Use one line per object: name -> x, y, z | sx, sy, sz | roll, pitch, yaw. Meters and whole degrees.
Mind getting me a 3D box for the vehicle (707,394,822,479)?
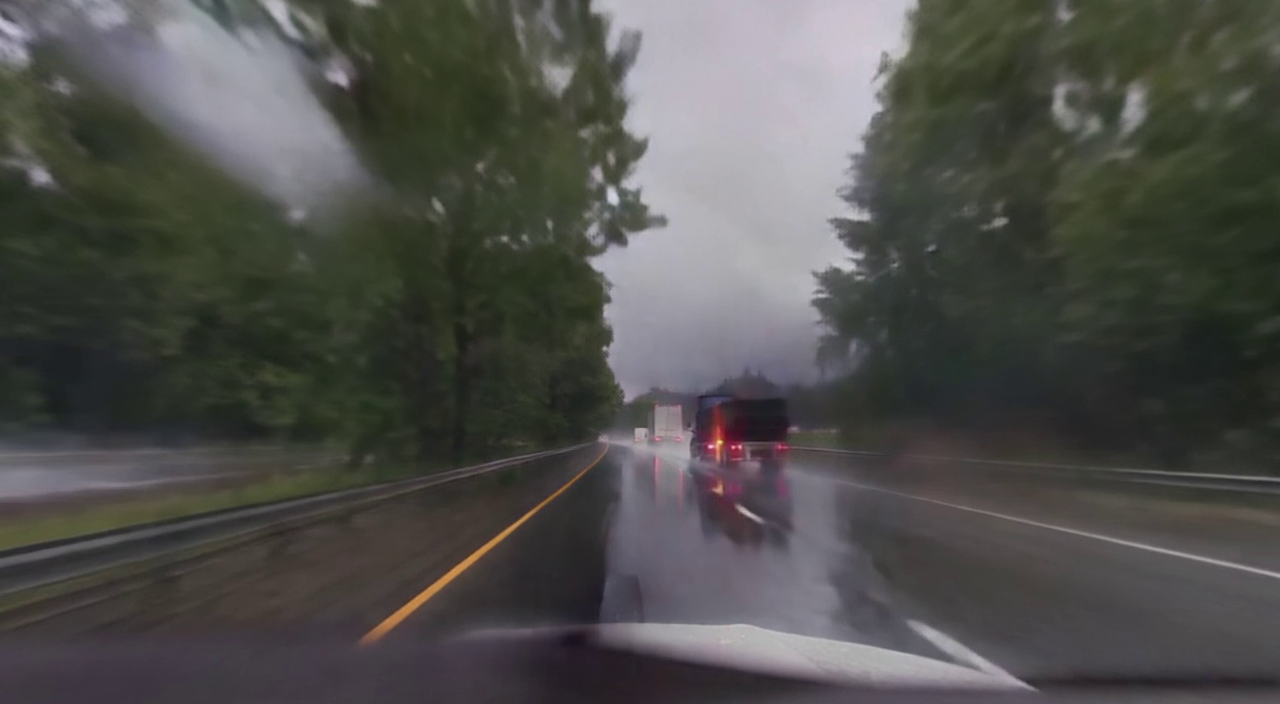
vehicle -> 4.364, 3.146, 23.568 | 2.741, 2.716, 6.323 | 0, -8, -2
